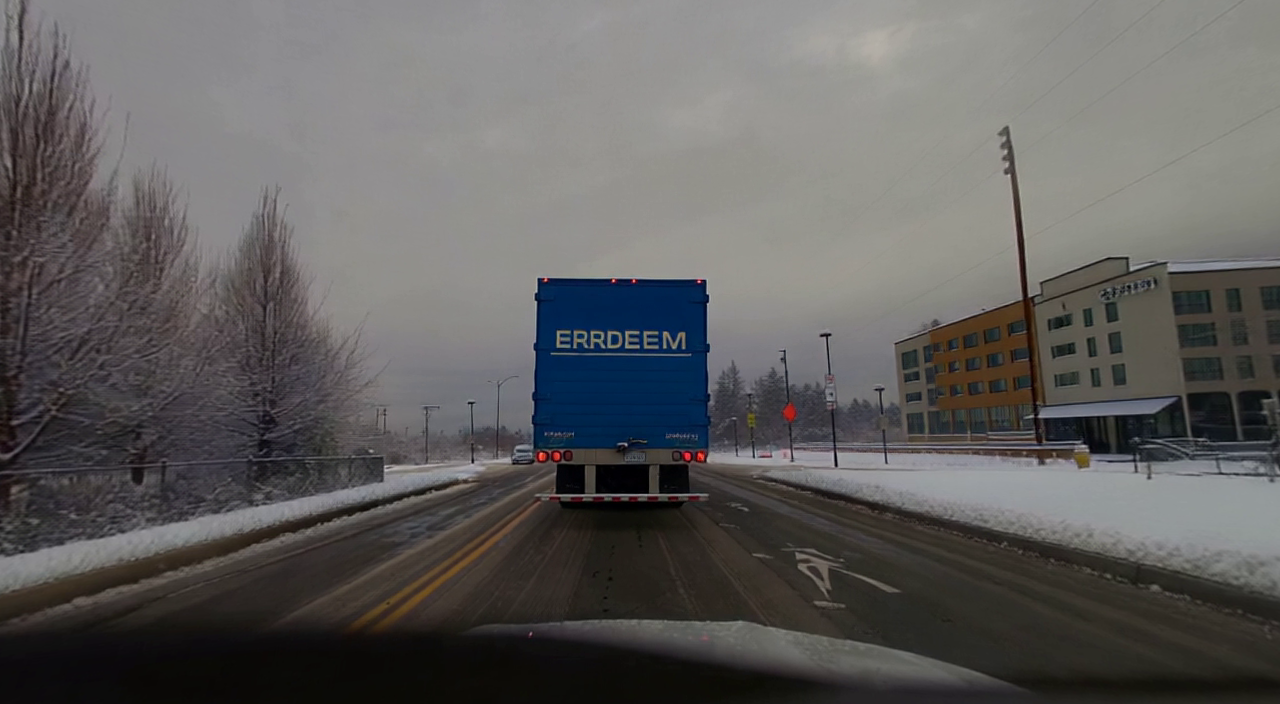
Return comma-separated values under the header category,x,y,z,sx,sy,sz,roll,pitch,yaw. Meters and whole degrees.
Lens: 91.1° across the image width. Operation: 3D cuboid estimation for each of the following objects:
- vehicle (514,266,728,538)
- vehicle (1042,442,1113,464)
category,x,y,z,sx,sy,sz,roll,pitch,yaw
vehicle,-0.190,1.266,13.329,2.876,3.724,9.351,0,-8,1
vehicle,31.381,7.214,45.157,1.652,1.423,3.797,5,-9,-35
